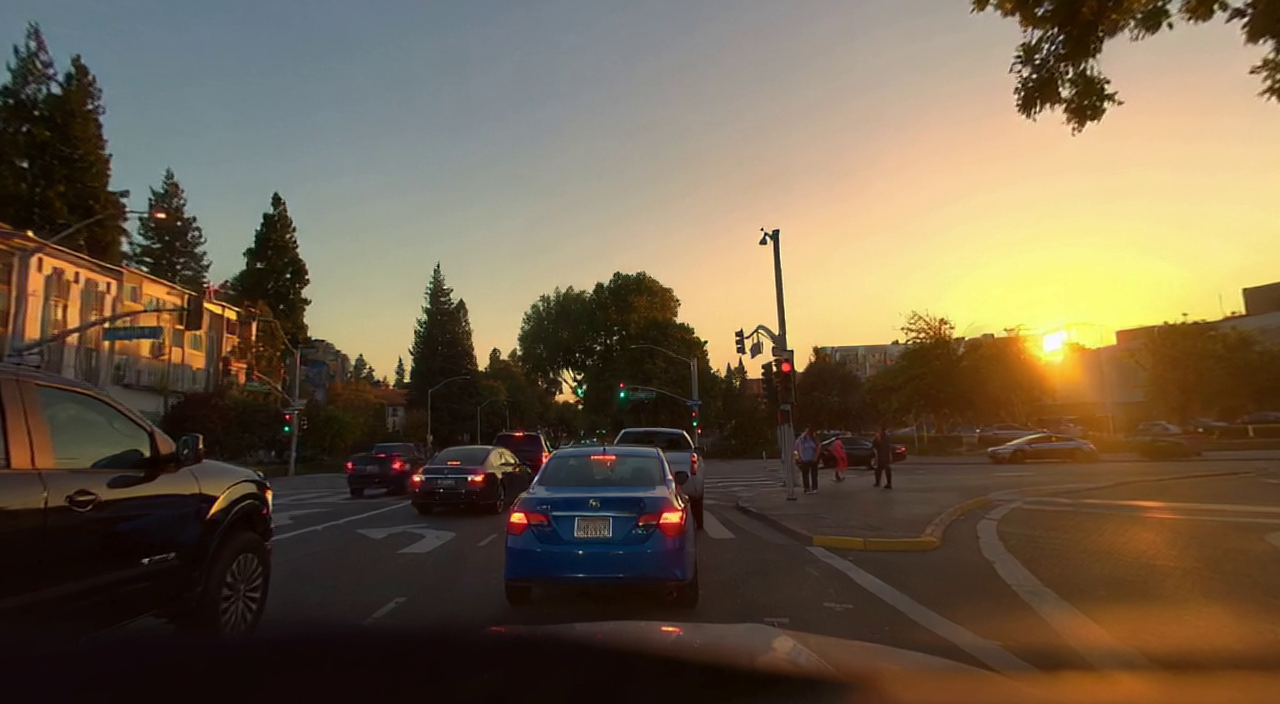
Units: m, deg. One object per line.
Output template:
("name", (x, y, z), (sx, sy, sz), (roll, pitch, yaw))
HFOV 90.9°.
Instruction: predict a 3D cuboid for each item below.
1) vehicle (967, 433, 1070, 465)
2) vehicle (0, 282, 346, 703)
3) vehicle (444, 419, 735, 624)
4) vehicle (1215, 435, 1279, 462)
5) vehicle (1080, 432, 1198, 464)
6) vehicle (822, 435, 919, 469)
("vehicle", (21.950, 5.654, 36.703), (4.529, 1.786, 2.110), (0, -9, 2))
("vehicle", (-3.688, 0.750, 2.836), (2.202, 1.961, 4.980), (0, -9, 1))
("vehicle", (-0.370, 1.591, 6.950), (2.144, 1.497, 4.446), (0, -9, 0))
("vehicle", (36.263, 5.518, 36.134), (4.643, 1.464, 1.840), (0, -9, 2))
("vehicle", (28.958, 5.575, 36.707), (4.967, 1.794, 2.044), (0, -9, 2))
("vehicle", (12.202, 5.341, 33.619), (4.394, 1.724, 1.886), (0, -9, 1))
